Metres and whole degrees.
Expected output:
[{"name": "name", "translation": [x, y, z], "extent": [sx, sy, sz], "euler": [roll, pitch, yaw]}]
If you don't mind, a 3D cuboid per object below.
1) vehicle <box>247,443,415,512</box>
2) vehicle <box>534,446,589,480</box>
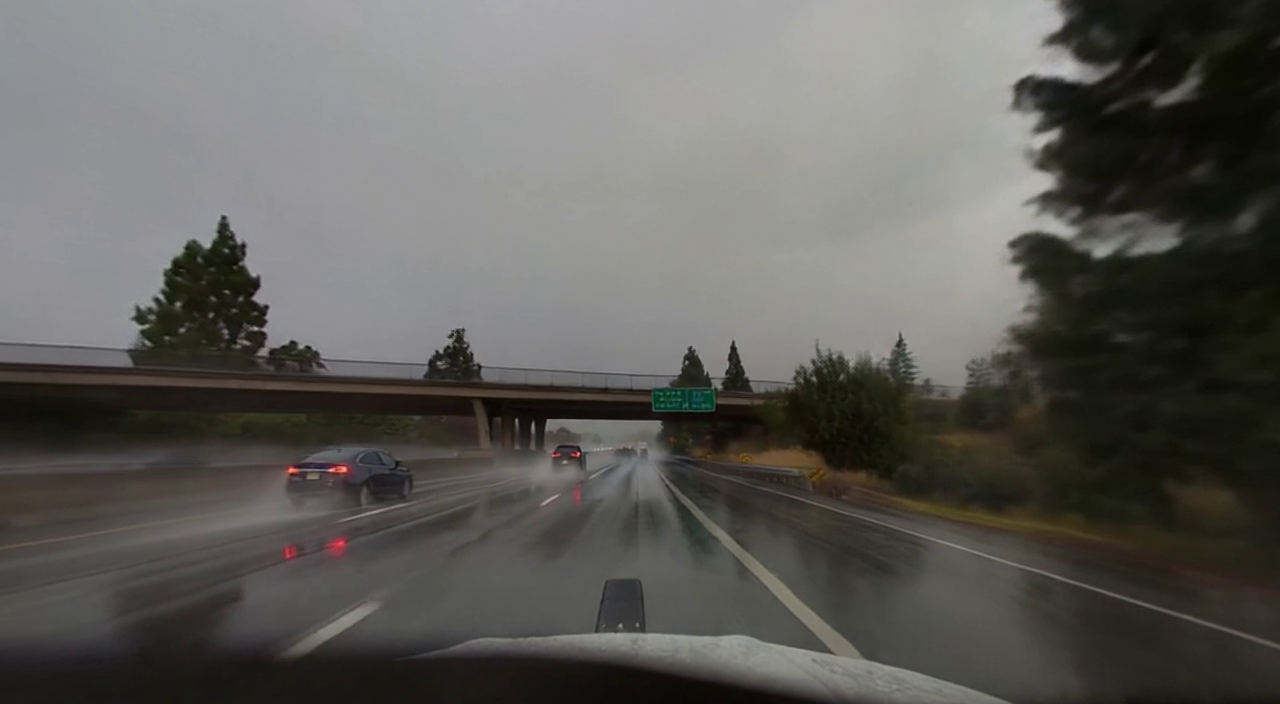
[{"name": "vehicle", "translation": [-7.729, 3.169, 16.391], "extent": [2.002, 1.507, 4.631], "euler": [0, -9, 0]}, {"name": "vehicle", "translation": [-3.857, 5.575, 31.874], "extent": [2.102, 1.571, 4.666], "euler": [0, -9, 1]}]
